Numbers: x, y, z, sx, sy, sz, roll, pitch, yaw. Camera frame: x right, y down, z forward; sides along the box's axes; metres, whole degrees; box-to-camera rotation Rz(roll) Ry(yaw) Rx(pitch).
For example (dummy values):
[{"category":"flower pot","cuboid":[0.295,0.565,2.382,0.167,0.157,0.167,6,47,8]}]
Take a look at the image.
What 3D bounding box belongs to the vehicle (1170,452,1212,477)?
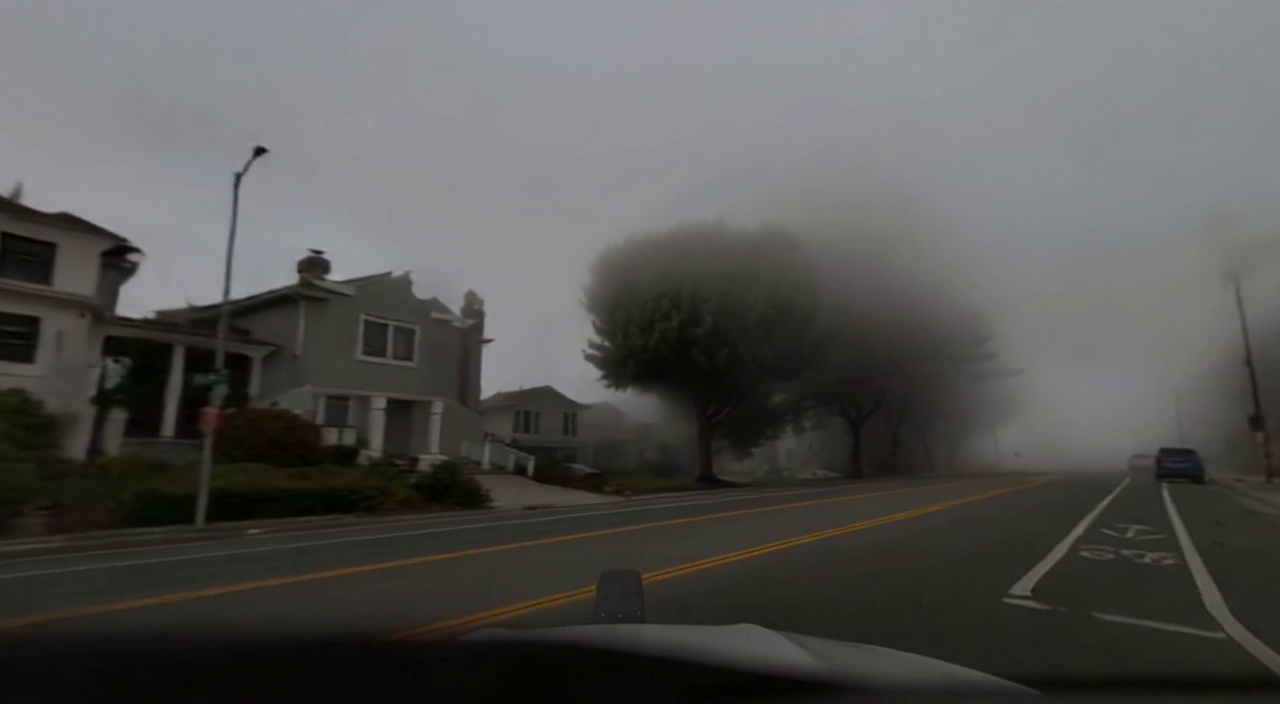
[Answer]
[{"category":"vehicle","cuboid":[38.188,7.829,43.861,1.971,1.558,4.895,-6,-12,39]}]
